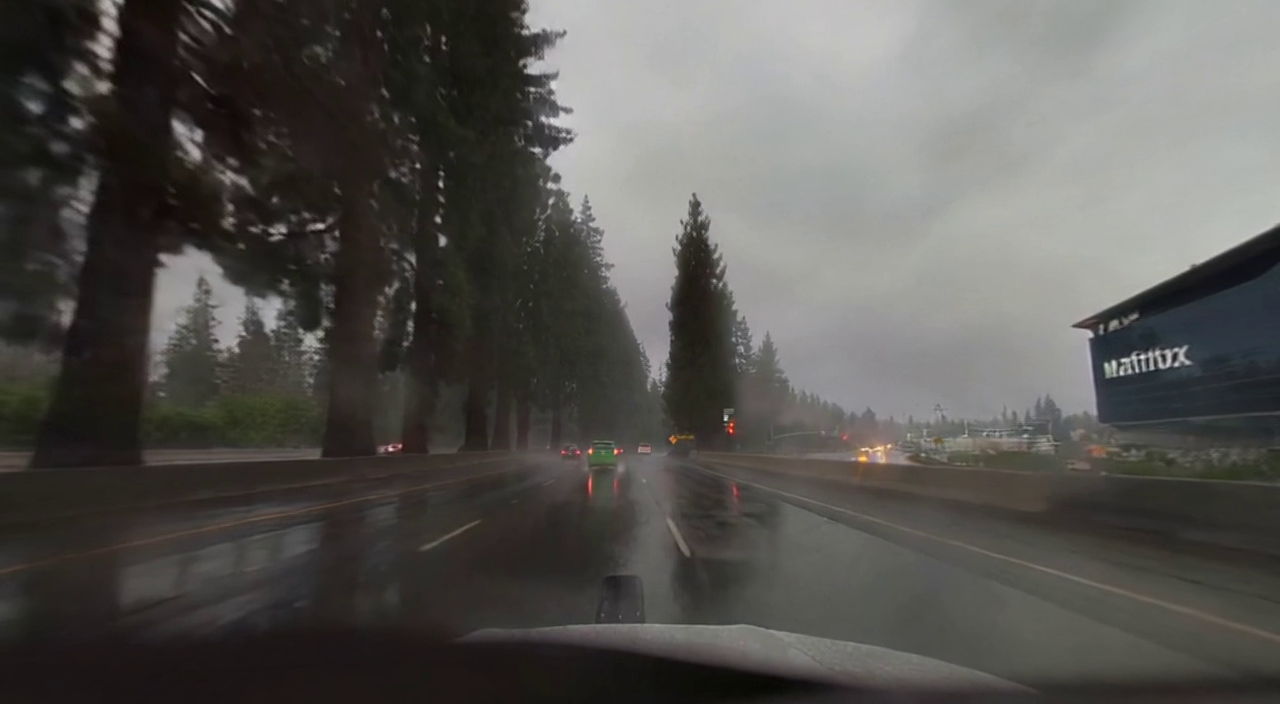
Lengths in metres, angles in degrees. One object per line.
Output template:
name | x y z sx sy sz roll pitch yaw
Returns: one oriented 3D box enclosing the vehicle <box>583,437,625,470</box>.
vehicle | -2.100 6.082 37.872 2.302 1.810 4.707 0 -8 -1
